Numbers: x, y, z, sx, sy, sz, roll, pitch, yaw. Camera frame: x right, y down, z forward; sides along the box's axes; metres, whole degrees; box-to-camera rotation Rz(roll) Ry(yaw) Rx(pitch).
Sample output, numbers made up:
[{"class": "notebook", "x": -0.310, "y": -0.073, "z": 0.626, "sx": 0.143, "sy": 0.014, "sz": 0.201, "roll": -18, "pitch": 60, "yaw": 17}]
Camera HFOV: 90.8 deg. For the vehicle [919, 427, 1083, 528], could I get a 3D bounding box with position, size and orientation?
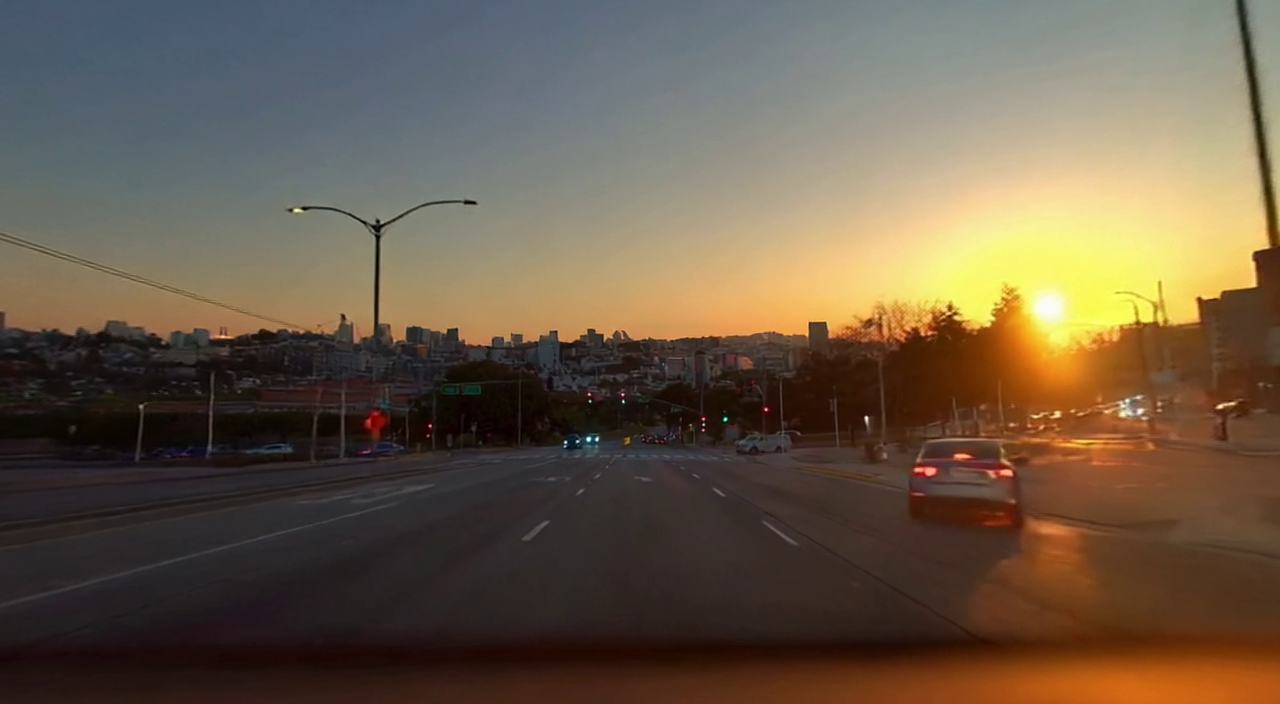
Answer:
[{"class": "vehicle", "x": 6.555, "y": 2.226, "z": 11.959, "sx": 2.113, "sy": 1.470, "sz": 4.867, "roll": -4, "pitch": -9, "yaw": 25}]
